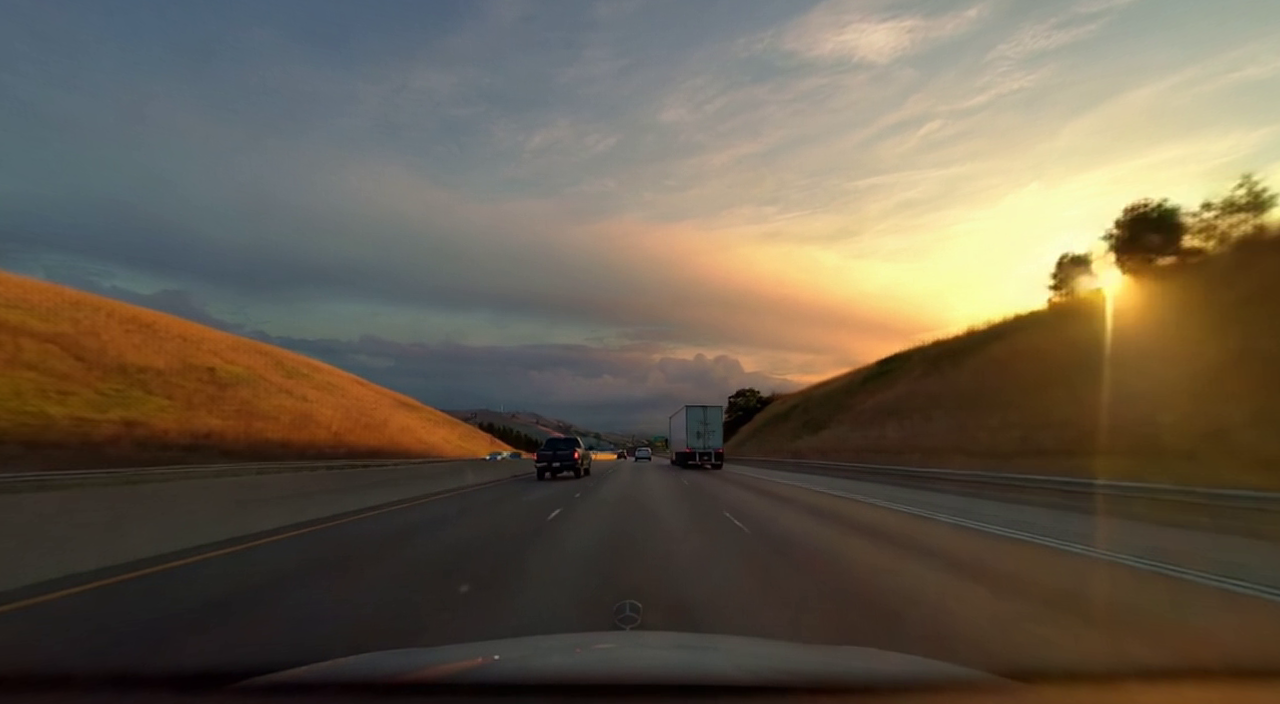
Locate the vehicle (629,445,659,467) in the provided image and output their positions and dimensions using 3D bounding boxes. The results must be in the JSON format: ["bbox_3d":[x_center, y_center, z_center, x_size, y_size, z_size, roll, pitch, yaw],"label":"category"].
[{"bbox_3d":[0.276,7.581,46.013,2.086,1.497,3.681,0,-9,0],"label":"vehicle"}]

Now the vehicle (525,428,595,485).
[{"bbox_3d":[-3.074,4.167,25.180,2.142,2.044,4.446,0,-9,1],"label":"vehicle"}]

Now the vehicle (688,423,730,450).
[{"bbox_3d":[4.096,5.128,37.992,1.968,1.547,4.215,0,-9,-1],"label":"vehicle"}]

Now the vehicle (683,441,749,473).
[{"bbox_3d":[4.185,6.085,36.720,2.654,1.574,9.537,0,-9,0],"label":"vehicle"}]
